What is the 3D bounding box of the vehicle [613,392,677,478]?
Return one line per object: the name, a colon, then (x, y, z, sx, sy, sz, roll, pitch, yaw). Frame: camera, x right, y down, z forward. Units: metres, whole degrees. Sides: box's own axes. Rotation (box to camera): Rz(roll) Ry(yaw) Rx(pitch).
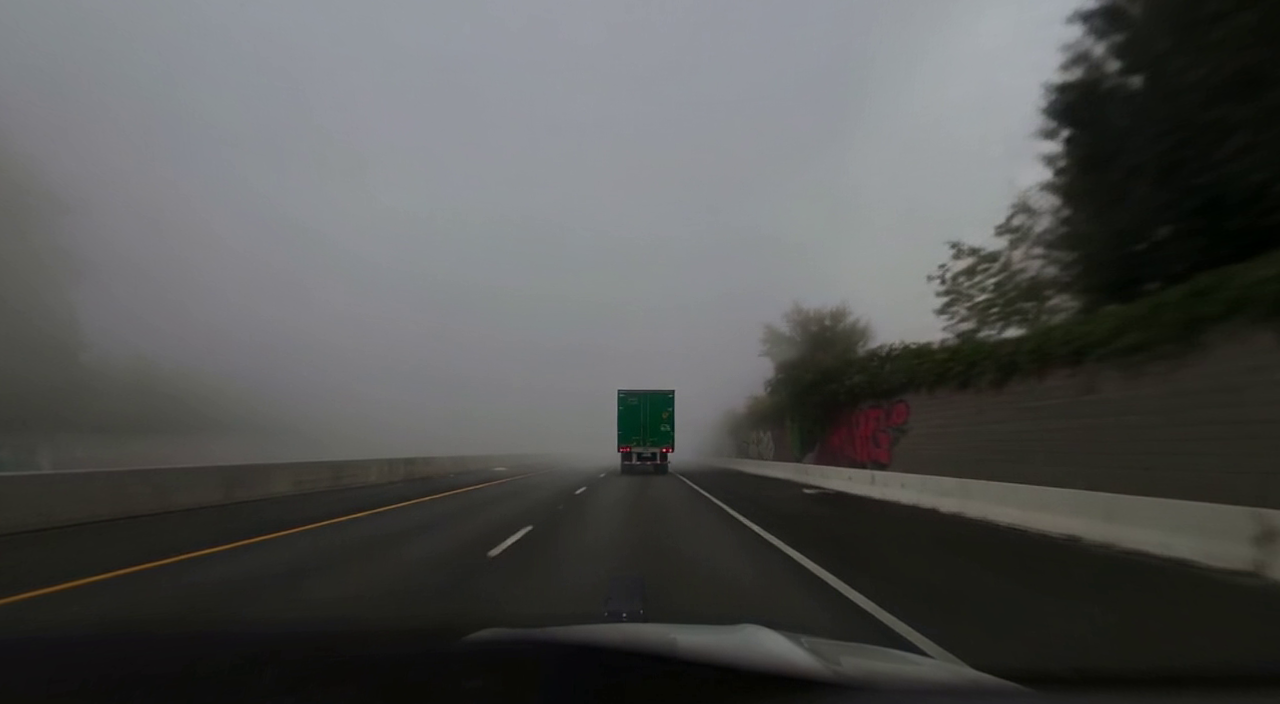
vehicle: (0.128, 4.600, 34.085, 2.900, 3.955, 10.151, 0, -9, -1)
